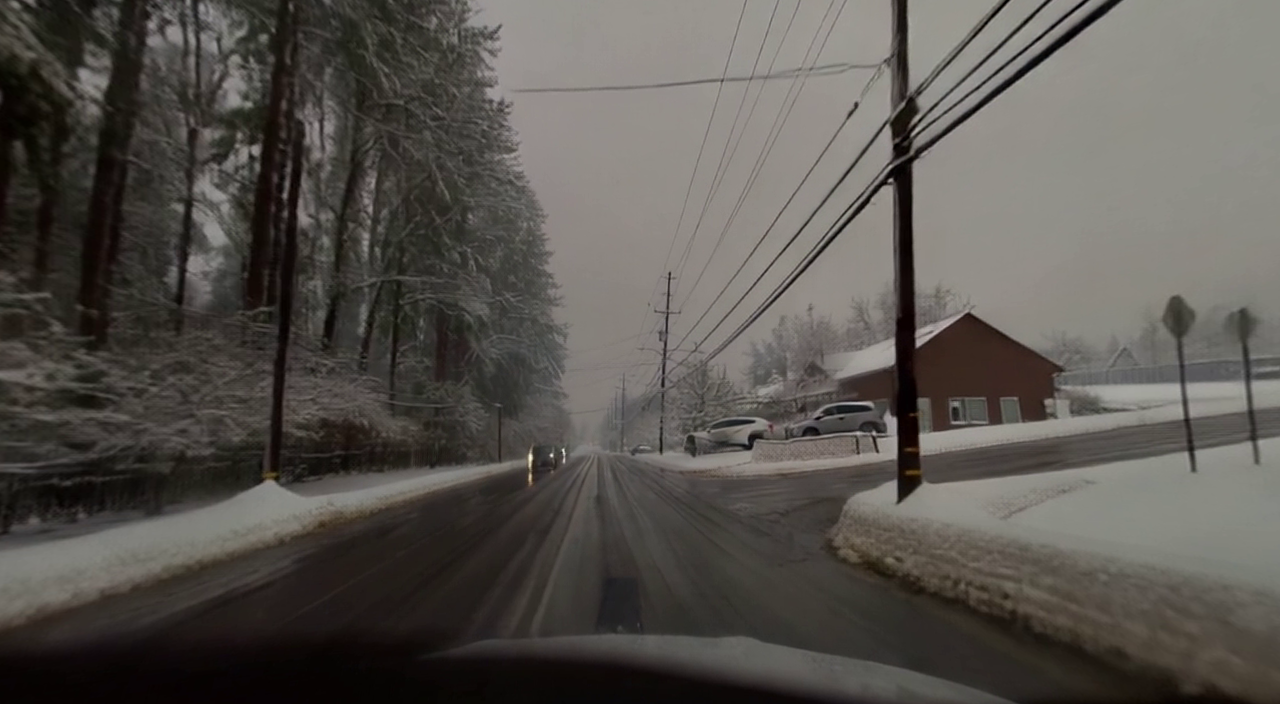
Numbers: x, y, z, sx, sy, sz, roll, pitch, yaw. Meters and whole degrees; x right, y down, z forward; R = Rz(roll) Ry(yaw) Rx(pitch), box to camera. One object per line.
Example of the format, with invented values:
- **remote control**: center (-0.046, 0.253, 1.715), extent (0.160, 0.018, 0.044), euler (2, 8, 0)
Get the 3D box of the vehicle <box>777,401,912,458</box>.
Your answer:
- **vehicle**: center (7.784, 2.989, 24.065), extent (4.780, 1.984, 1.896), euler (4, -9, -24)
